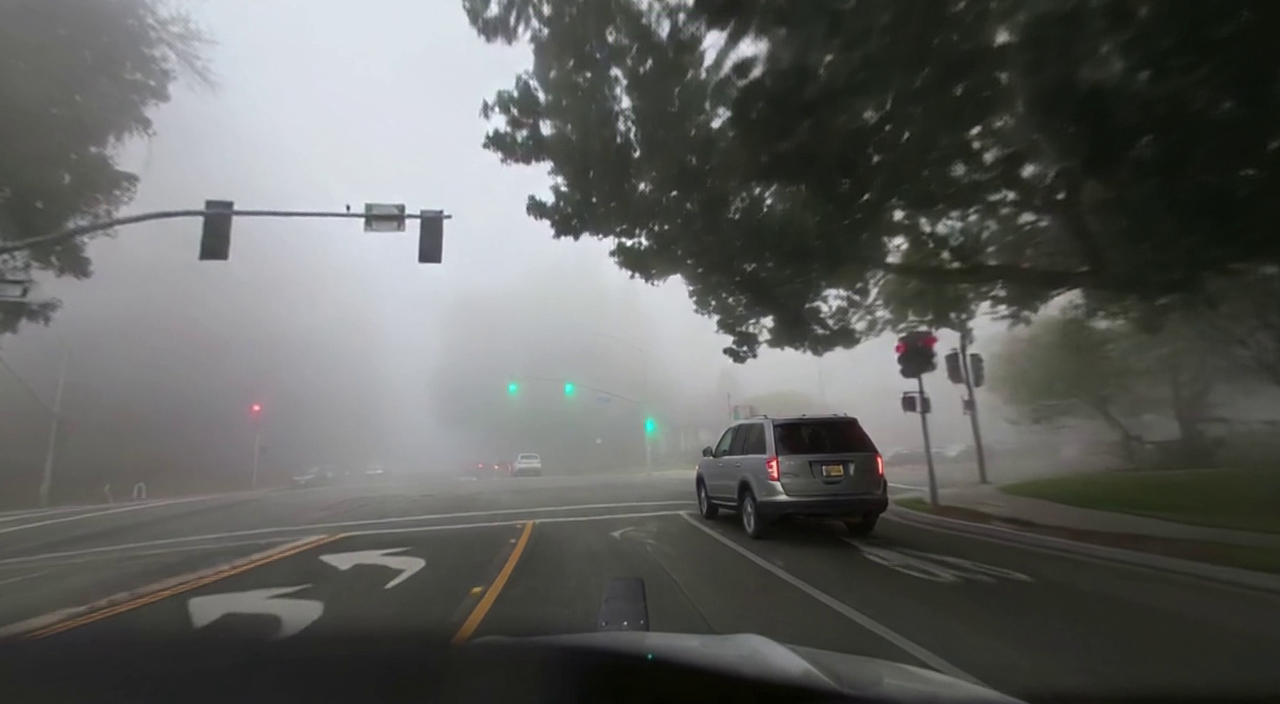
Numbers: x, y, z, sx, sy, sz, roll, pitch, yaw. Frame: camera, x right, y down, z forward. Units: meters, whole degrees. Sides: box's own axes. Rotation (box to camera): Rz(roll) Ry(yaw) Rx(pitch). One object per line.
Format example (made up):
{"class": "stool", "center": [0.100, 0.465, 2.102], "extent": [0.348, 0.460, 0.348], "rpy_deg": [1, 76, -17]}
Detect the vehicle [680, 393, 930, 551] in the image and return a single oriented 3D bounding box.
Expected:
{"class": "vehicle", "center": [2.414, 2.022, 11.294], "extent": [2.338, 2.063, 5.592], "rpy_deg": [1, -9, -7]}

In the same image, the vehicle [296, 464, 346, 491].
{"class": "vehicle", "center": [-21.535, 8.487, 42.768], "extent": [1.955, 1.509, 4.640], "rpy_deg": [-1, -9, -13]}

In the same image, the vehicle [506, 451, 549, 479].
{"class": "vehicle", "center": [-7.431, 7.361, 41.305], "extent": [2.138, 1.729, 4.178], "rpy_deg": [3, -9, -18]}
